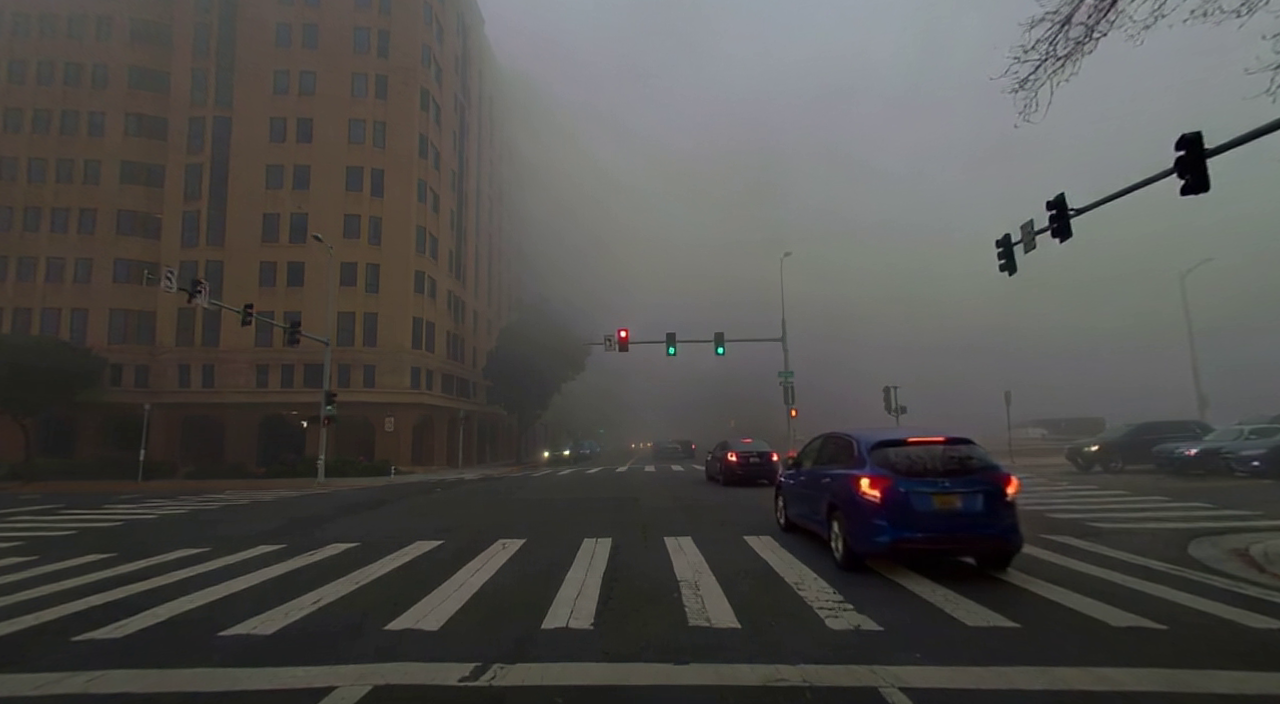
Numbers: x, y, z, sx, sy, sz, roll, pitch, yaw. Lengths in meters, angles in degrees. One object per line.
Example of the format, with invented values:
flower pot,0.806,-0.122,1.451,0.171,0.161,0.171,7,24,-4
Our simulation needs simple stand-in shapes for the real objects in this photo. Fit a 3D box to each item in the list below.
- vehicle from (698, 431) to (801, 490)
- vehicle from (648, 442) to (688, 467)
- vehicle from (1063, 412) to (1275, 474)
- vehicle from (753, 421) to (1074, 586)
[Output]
vehicle,2.971,3.074,18.221,2.009,1.443,4.509,0,-8,-2
vehicle,1.708,6.424,39.791,2.040,1.421,4.550,0,-8,-3
vehicle,16.924,2.936,20.407,4.802,1.860,2.146,0,-8,1
vehicle,2.882,1.699,7.965,2.039,1.470,4.355,0,-8,-1
